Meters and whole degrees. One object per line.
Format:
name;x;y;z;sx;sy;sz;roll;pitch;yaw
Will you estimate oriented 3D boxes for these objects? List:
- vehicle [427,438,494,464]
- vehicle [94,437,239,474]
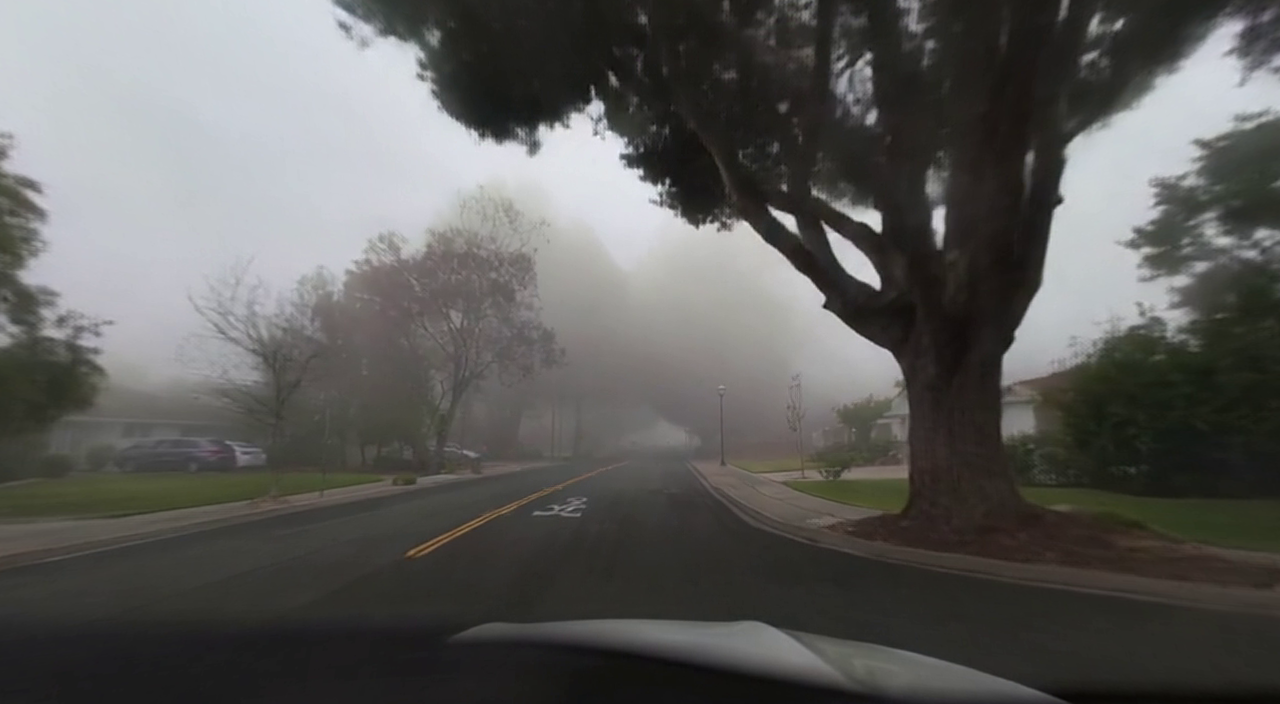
vehicle;-12.942;7.170;45.774;4.370;1.761;1.901;1;-9;-5
vehicle;-19.683;4.341;26.503;4.373;1.464;1.917;2;-11;-17
